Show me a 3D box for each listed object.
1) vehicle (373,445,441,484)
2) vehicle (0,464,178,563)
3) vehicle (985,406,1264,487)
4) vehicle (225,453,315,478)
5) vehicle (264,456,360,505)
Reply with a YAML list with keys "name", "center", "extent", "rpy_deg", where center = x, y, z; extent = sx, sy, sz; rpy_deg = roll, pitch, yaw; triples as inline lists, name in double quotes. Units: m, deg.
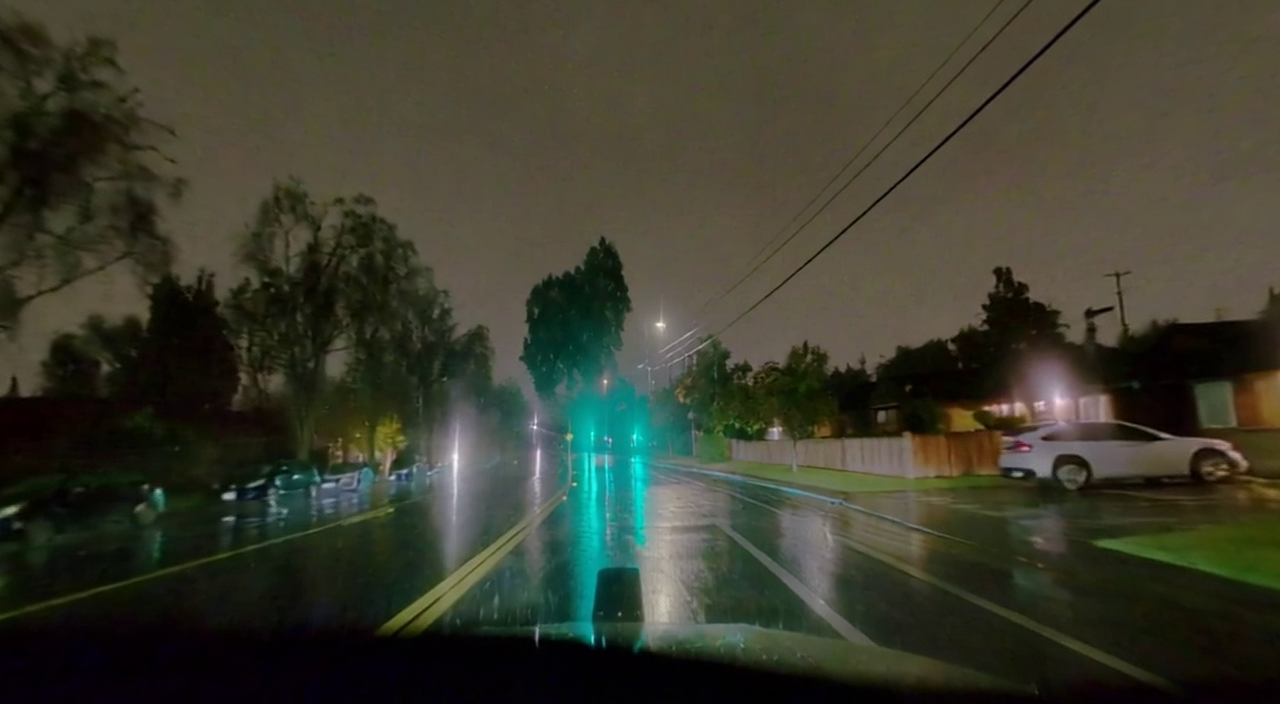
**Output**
- name: "vehicle"
  center: [-12.810, 6.157, 35.123]
  extent: [2.190, 1.789, 5.477]
  rpy_deg: [-4, -7, -6]
- name: "vehicle"
  center: [-11.165, 3.015, 12.337]
  extent: [1.586, 1.433, 3.485]
  rpy_deg: [1, -8, 1]
- name: "vehicle"
  center: [11.075, 2.201, 14.762]
  extent: [4.760, 1.738, 2.052]
  rpy_deg: [0, -9, 0]
- name: "vehicle"
  center: [-23.014, 7.081, 39.428]
  extent: [4.435, 1.472, 1.870]
  rpy_deg: [0, -9, 0]
- name: "vehicle"
  center: [-11.834, 4.619, 23.089]
  extent: [1.750, 1.471, 3.960]
  rpy_deg: [2, -8, -7]
